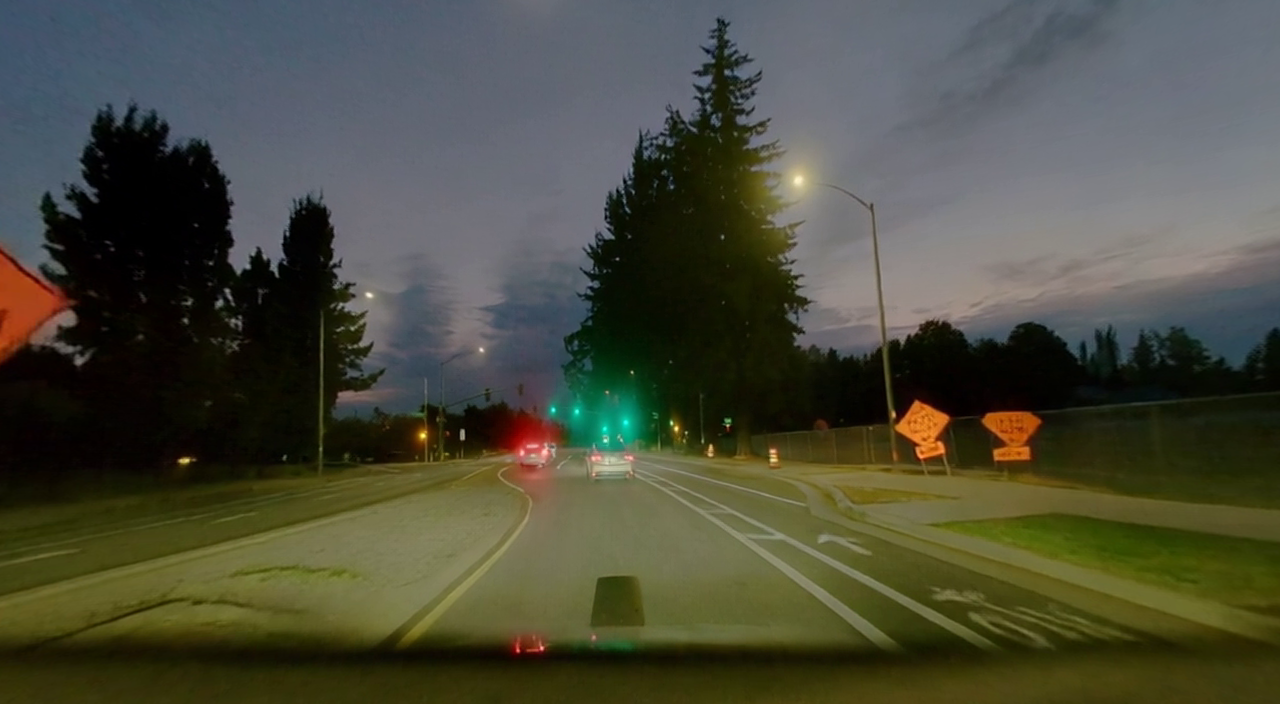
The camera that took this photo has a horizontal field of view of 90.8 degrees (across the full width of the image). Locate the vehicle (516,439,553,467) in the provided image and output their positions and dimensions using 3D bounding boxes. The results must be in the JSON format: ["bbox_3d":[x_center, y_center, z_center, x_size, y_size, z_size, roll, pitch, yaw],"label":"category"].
[{"bbox_3d":[-6.689,6.442,40.359,2.077,1.665,4.206,1,-8,-6],"label":"vehicle"}]

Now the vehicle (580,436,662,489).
[{"bbox_3d":[-0.759,3.572,20.805,2.266,1.508,4.430,1,-8,-7],"label":"vehicle"}]
